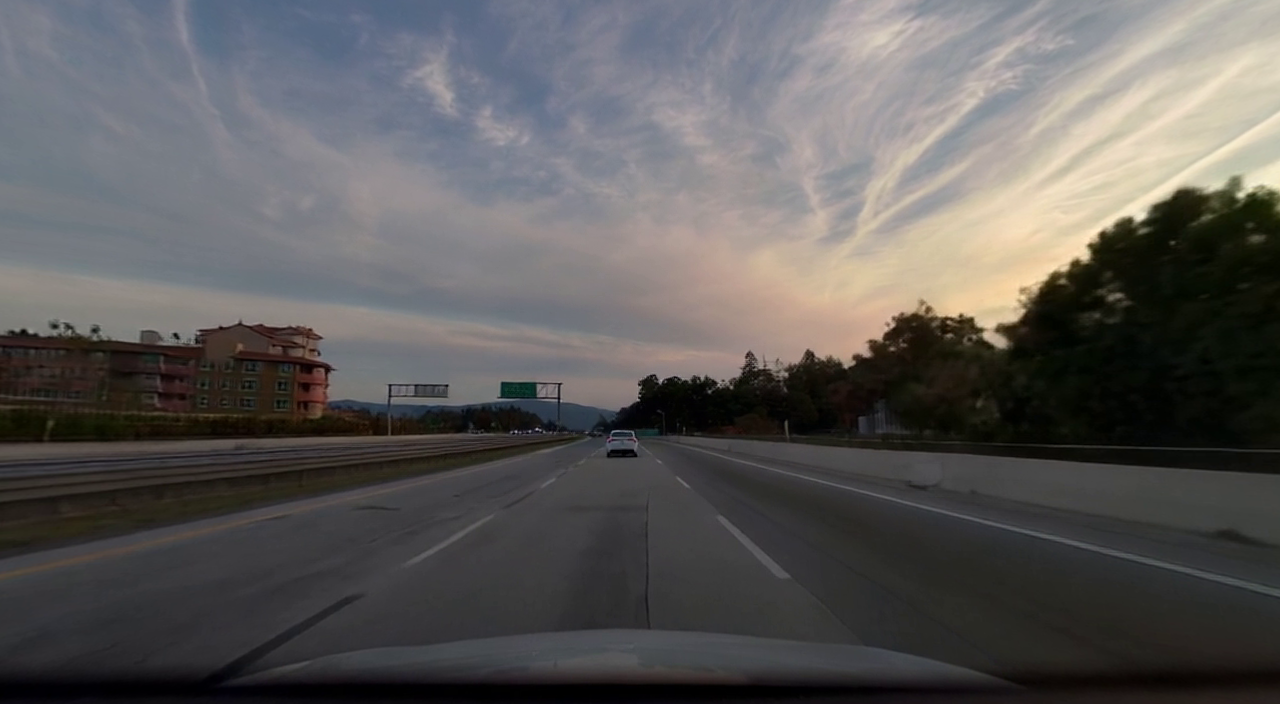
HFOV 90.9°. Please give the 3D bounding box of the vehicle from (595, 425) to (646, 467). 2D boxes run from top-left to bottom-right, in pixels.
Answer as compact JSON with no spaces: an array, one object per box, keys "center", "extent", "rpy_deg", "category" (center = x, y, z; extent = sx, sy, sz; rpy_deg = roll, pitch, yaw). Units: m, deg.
[{"center":[-0.813,3.930,26.613],"extent":[2.020,1.633,3.942],"rpy_deg":[0,-8,-2],"category":"vehicle"}]
